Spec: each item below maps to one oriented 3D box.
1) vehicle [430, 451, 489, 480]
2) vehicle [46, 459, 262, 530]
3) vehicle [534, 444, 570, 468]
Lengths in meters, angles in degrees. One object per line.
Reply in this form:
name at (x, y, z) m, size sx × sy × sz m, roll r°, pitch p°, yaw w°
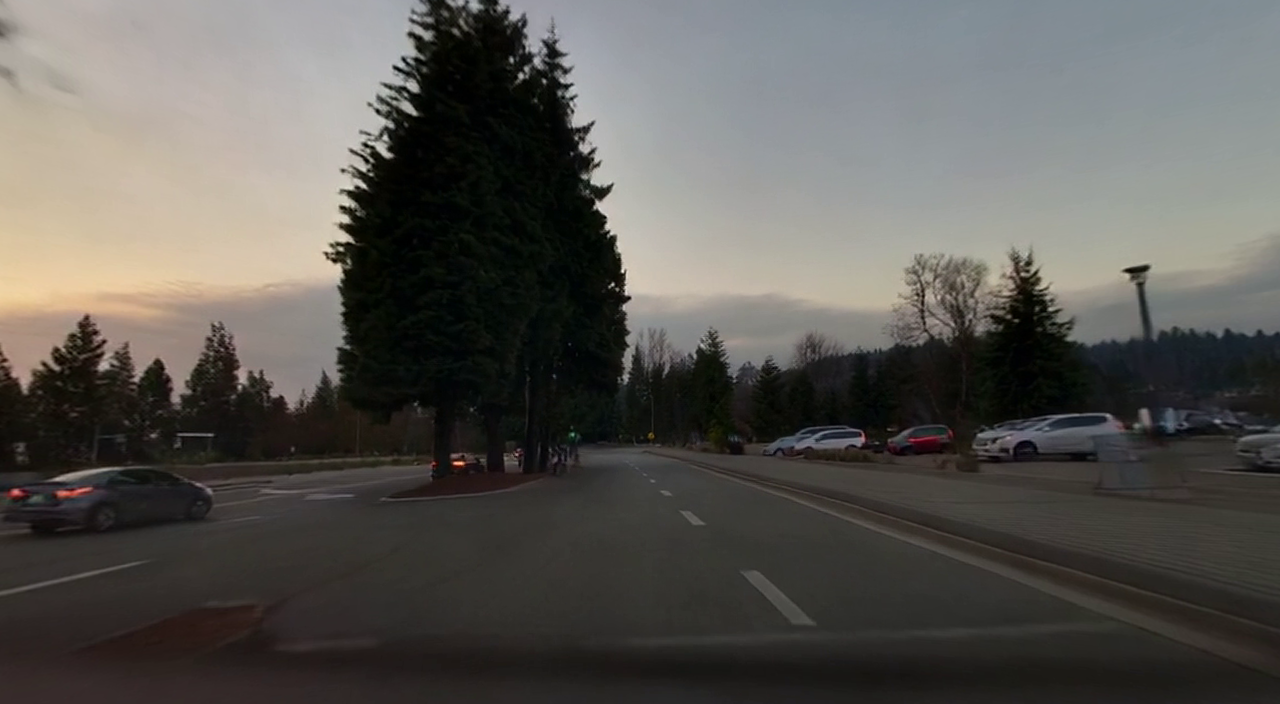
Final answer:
vehicle at (-10.505, 6.629, 37.179) m, size 1.886 × 1.535 × 4.742 m, roll -1°, pitch -8°, yaw 3°
vehicle at (-12.413, 3.625, 16.631) m, size 1.781 × 1.476 × 4.513 m, roll -1°, pitch -8°, yaw 6°
vehicle at (-6.646, 7.927, 48.303) m, size 2.049 × 1.699 × 4.860 m, roll 0°, pitch -8°, yaw 1°
